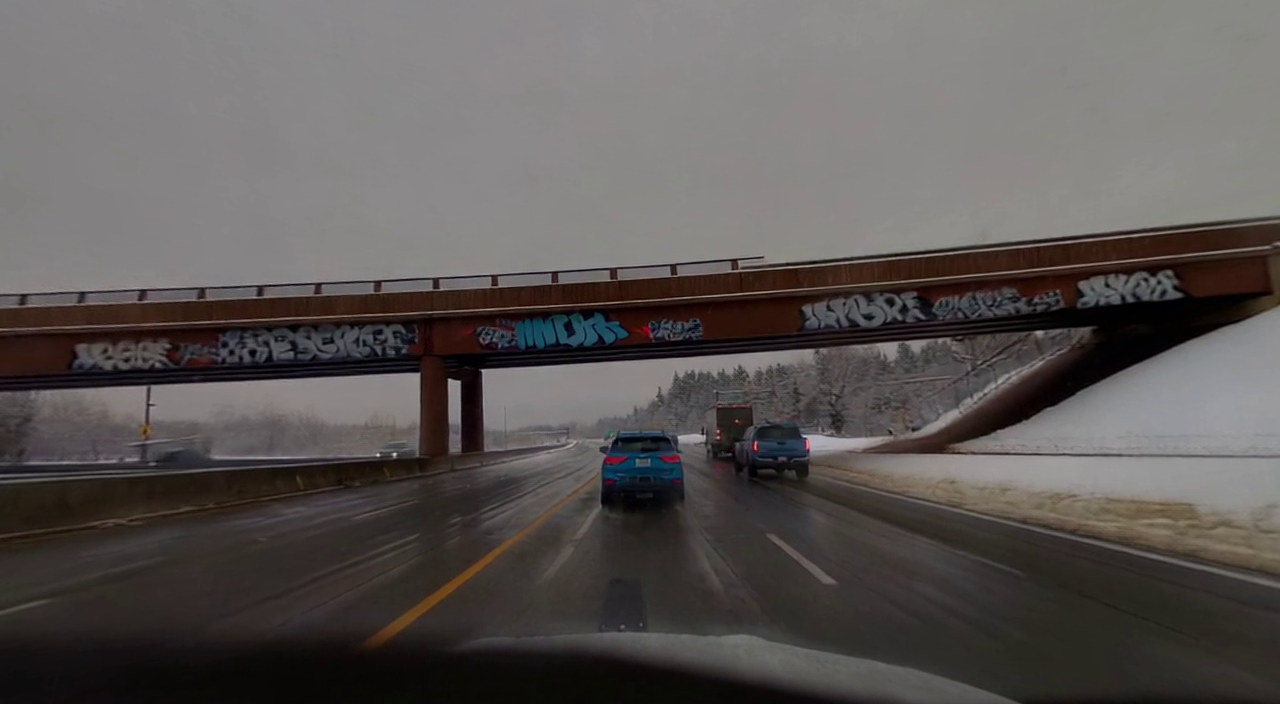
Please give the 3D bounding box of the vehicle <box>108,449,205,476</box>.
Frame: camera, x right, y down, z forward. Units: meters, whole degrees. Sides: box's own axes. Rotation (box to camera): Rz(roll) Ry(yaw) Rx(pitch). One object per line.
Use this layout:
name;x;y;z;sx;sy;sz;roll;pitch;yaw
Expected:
vehicle;-34.158;7.802;44.792;1.965;1.698;5.574;-2;-8;7

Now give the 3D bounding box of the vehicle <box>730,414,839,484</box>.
vehicle;4.462;3.154;20.621;2.311;1.922;5.977;-1;-8;2

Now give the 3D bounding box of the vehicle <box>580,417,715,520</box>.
vehicle;0.156;2.199;12.307;2.193;1.651;3.946;-1;-8;1
